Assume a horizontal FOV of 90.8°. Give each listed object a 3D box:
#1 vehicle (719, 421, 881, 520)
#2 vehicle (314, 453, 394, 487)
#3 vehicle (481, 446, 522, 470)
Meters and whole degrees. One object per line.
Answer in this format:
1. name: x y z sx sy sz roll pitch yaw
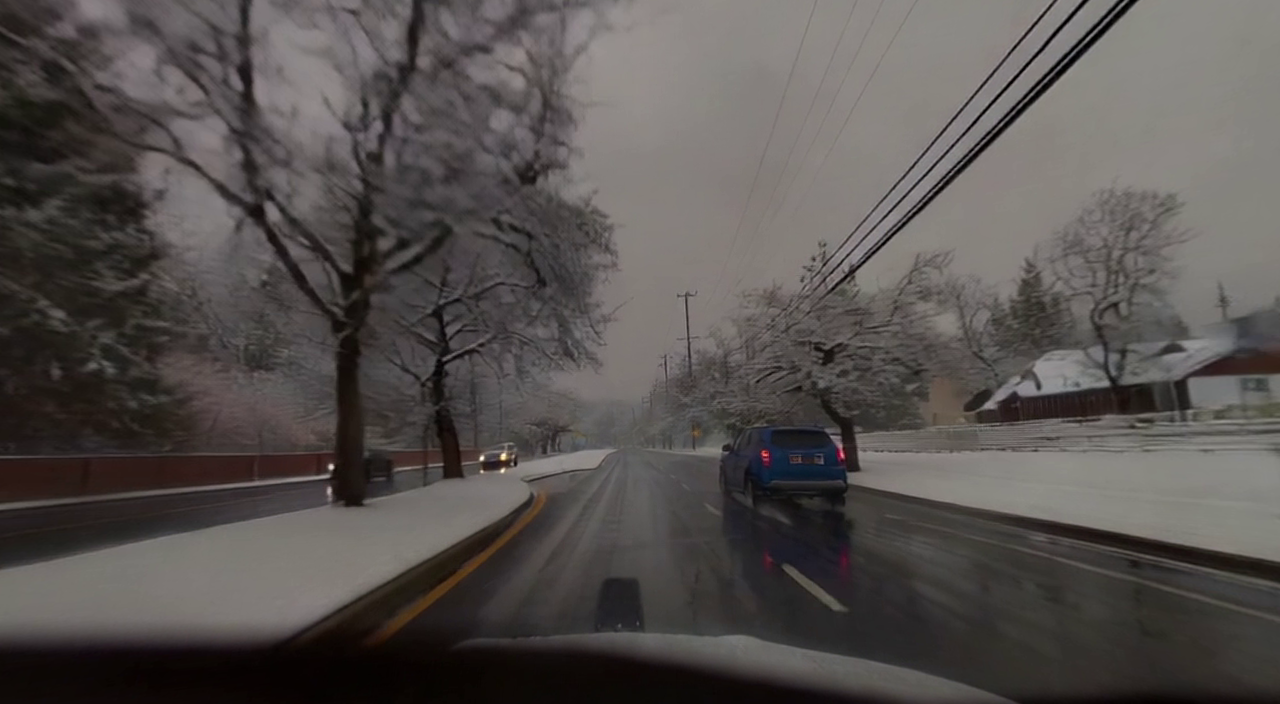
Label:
1. vehicle: 3.259 2.548 14.076 2.193 1.777 4.772 0 -9 -2
2. vehicle: -13.947 5.750 31.100 1.968 1.533 4.280 0 -9 -1
3. vehicle: -10.723 8.246 49.170 2.075 1.739 4.864 0 -9 0
